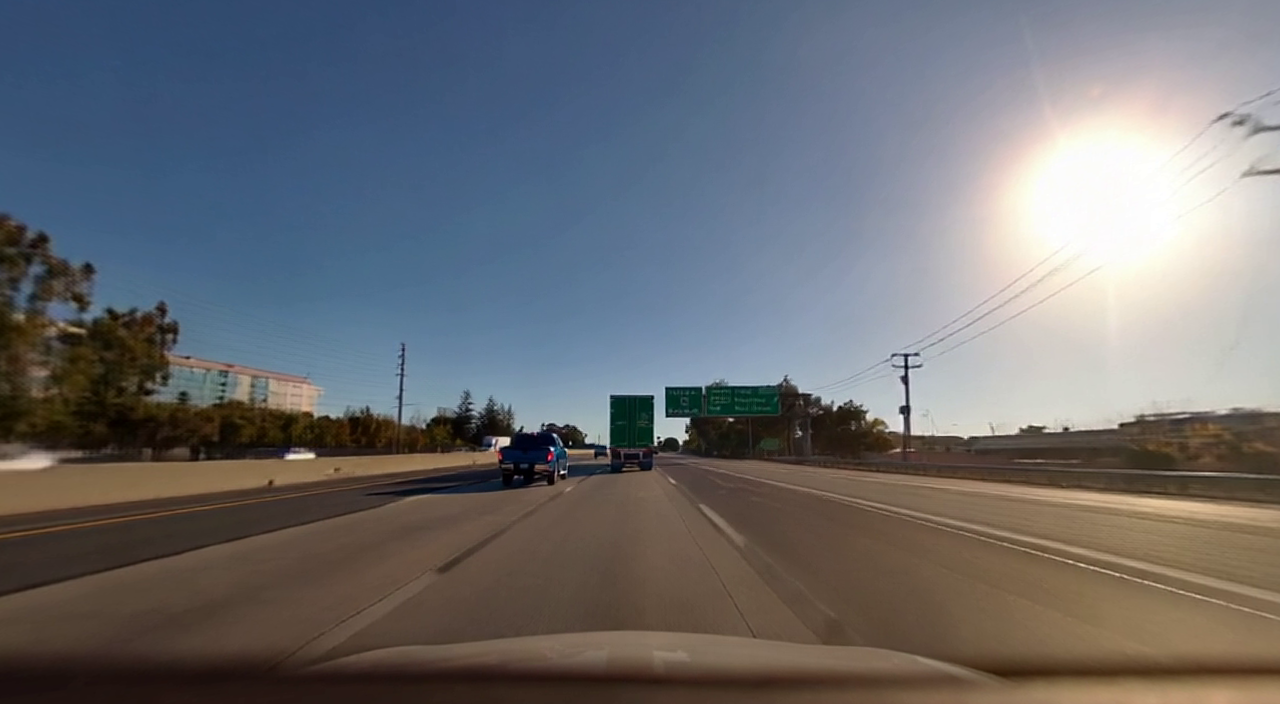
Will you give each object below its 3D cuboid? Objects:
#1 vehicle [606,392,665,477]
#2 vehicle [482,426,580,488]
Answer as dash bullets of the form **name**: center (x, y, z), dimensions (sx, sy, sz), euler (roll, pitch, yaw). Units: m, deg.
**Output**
- **vehicle**: center (-0.250, 4.968, 37.288), dimensions (2.879, 4.085, 13.125), euler (0, -8, 0)
- **vehicle**: center (-4.096, 4.125, 25.196), dimensions (2.749, 2.141, 6.515), euler (0, -8, 0)
